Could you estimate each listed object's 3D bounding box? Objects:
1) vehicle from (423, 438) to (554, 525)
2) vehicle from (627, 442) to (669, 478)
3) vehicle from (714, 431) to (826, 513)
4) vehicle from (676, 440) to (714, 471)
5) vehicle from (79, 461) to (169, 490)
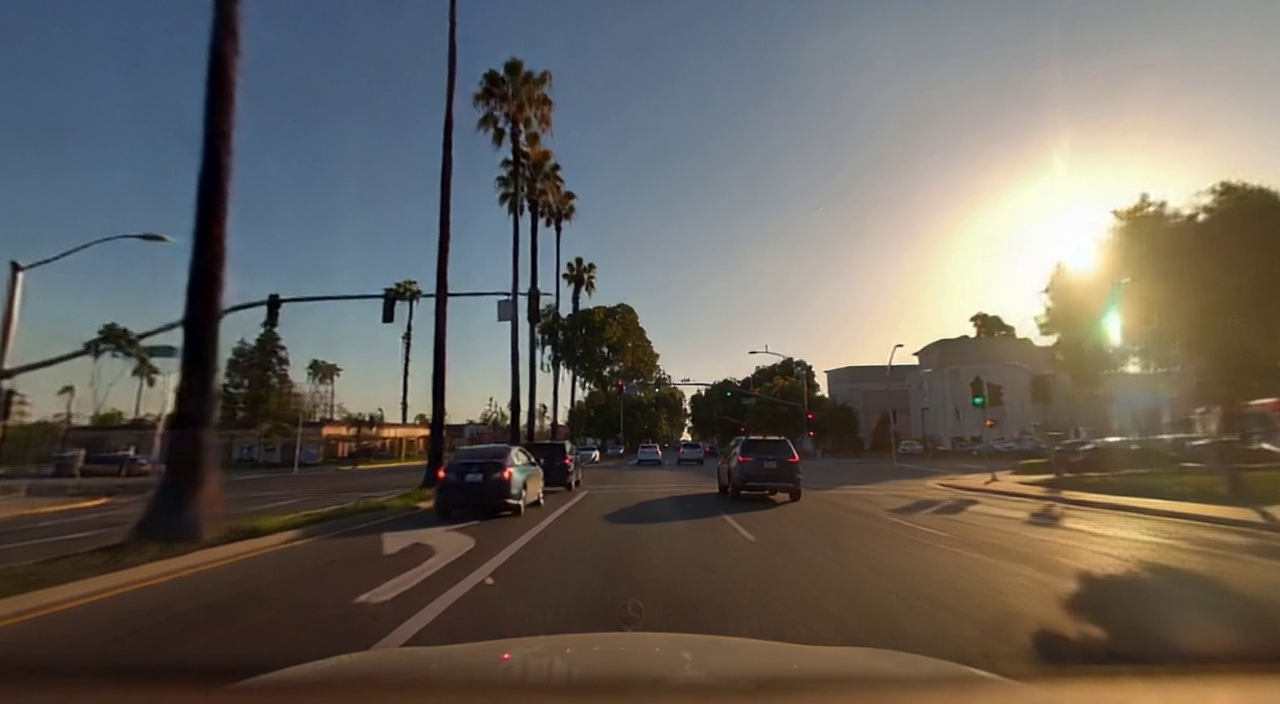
[{"bbox_3d":[-3.121,2.740,13.940,1.788,1.600,4.298,0,-9,0],"label":"vehicle"},{"bbox_3d":[0.371,5.459,32.106,1.991,1.664,3.814,0,-9,0],"label":"vehicle"},{"bbox_3d":[3.037,2.879,15.560,1.872,1.752,3.896,0,-9,-1],"label":"vehicle"},{"bbox_3d":[3.680,7.021,43.051,2.154,1.975,4.634,0,-9,-1],"label":"vehicle"},{"bbox_3d":[-31.431,7.542,38.460,3.811,1.628,1.920,-1,-9,1],"label":"vehicle"}]
